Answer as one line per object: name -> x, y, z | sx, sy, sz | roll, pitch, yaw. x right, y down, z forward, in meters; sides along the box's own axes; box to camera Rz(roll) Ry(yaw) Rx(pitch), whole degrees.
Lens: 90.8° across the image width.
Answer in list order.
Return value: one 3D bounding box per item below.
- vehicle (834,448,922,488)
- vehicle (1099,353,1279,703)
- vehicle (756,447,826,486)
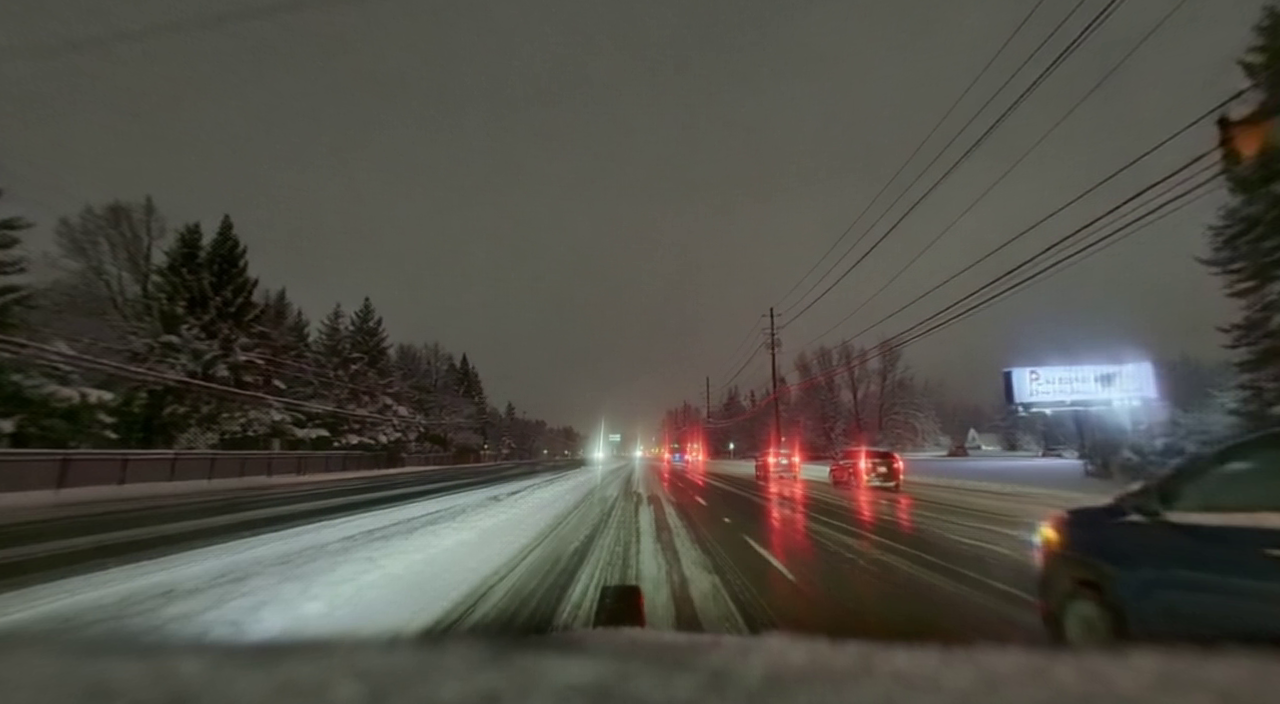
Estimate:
vehicle -> 9.873, 4.803, 26.589 | 1.874, 1.482, 4.545 | 0, -8, -1
vehicle -> 3.257, 0.660, 0.906 | 2.078, 1.668, 4.078 | 0, -8, 0
vehicle -> 6.293, 4.808, 26.836 | 1.882, 1.476, 4.344 | 0, -8, -1
